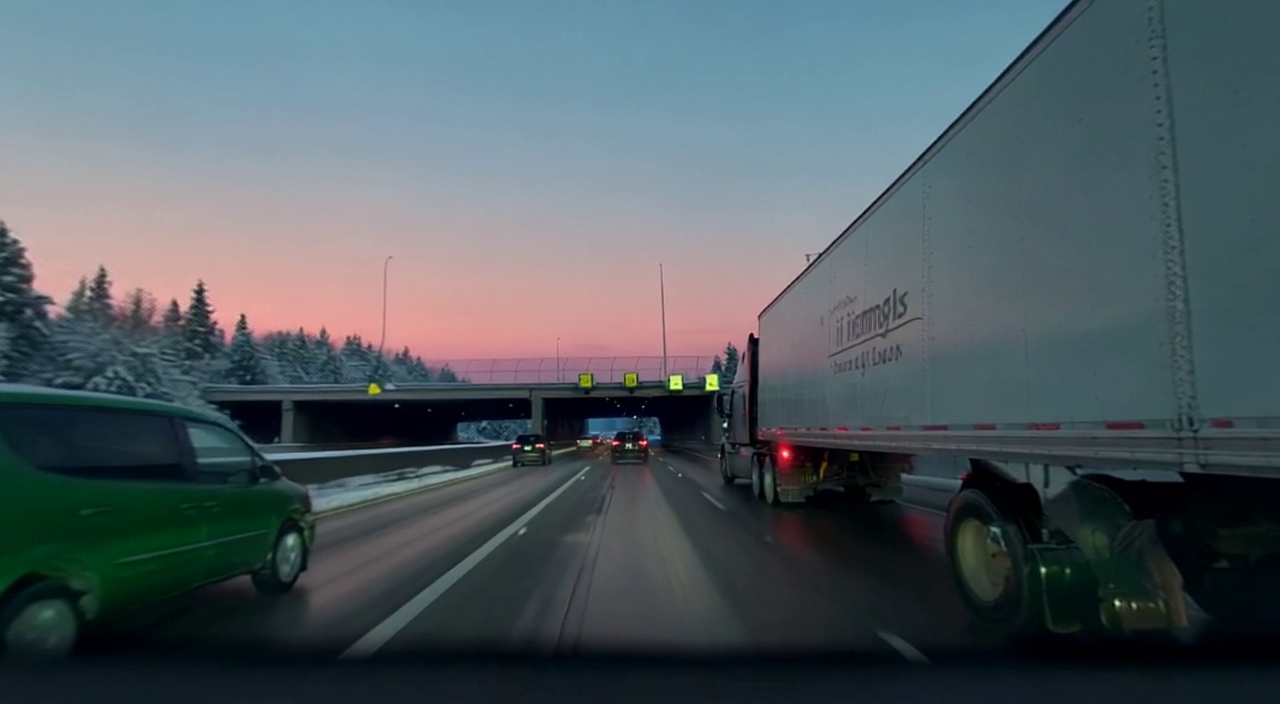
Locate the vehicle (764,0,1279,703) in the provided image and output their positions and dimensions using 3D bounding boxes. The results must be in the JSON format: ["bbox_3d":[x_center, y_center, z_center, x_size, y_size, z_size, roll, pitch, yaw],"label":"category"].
[{"bbox_3d":[3.959,0.011,5.142,2.842,4.108,14.081,0,-8,-1],"label":"vehicle"}]

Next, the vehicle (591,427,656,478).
[{"bbox_3d":[-0.545,3.490,22.110,2.094,1.600,3.666,0,-8,-1],"label":"vehicle"}]

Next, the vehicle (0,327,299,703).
[{"bbox_3d":[-3.368,0.848,3.041,1.826,1.695,2.870,0,-8,-1],"label":"vehicle"}]

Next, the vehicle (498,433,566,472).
[{"bbox_3d":[-4.309,4.066,25.762,2.019,1.435,4.317,0,-8,0],"label":"vehicle"}]
